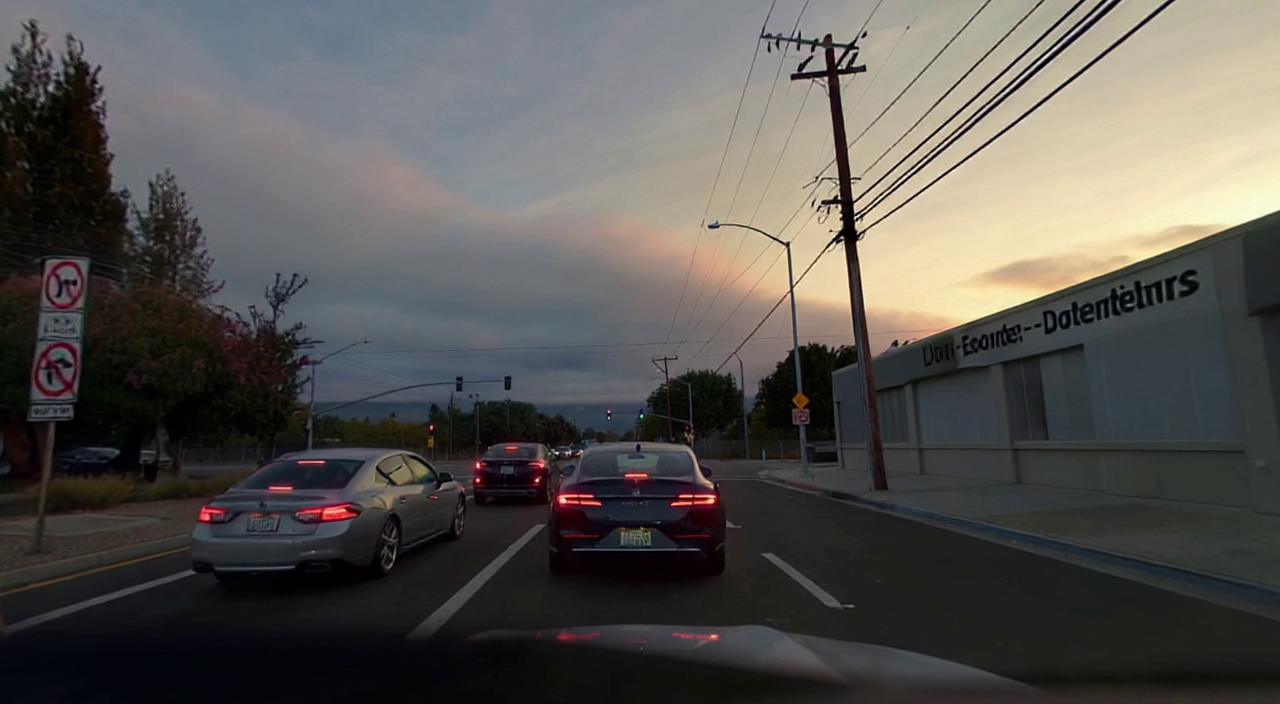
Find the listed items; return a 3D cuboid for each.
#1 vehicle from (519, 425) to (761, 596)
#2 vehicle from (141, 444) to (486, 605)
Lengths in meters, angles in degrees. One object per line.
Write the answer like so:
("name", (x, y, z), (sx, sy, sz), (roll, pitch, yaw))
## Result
("vehicle", (-0.009, 1.680, 7.537), (2.101, 1.469, 3.955), (0, -9, 0))
("vehicle", (-3.231, 1.742, 7.321), (1.765, 1.319, 4.013), (0, -9, 2))
